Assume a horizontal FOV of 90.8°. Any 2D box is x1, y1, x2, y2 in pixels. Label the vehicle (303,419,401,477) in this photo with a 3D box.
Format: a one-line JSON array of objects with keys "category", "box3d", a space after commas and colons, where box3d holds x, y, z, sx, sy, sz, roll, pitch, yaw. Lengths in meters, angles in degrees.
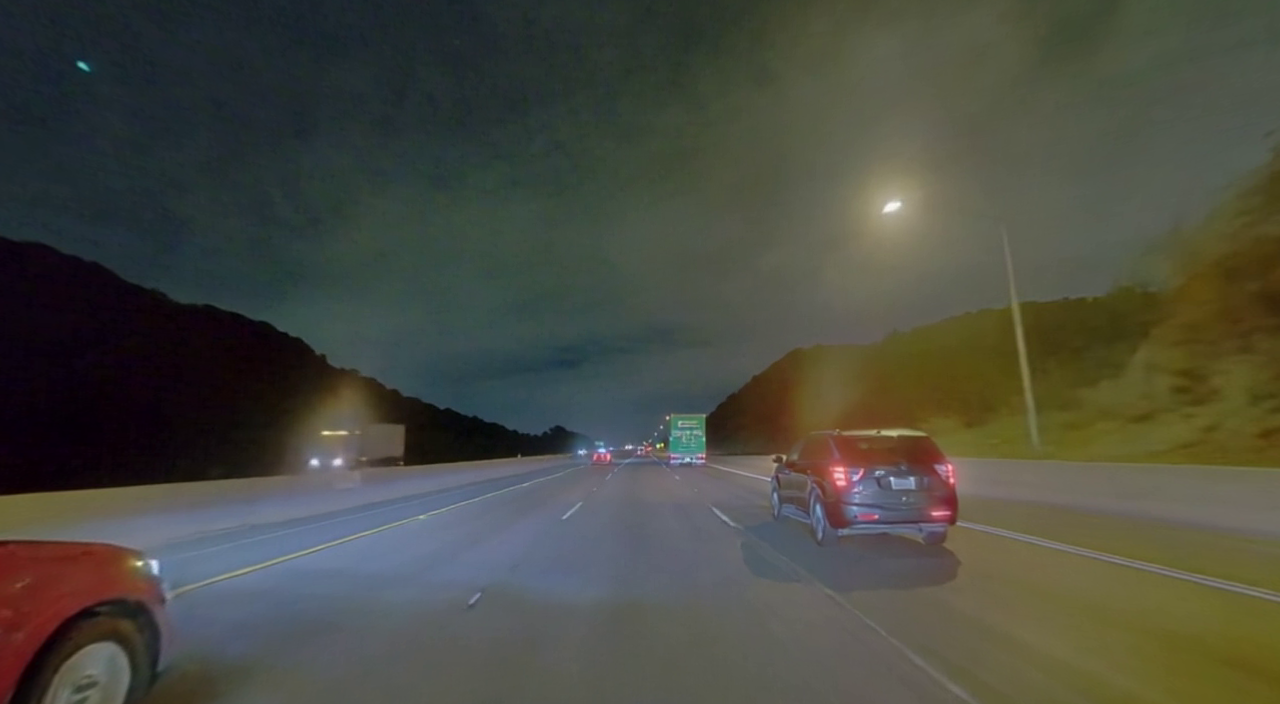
[{"category": "vehicle", "box3d": [-18.509, 6.266, 41.193, 2.637, 3.409, 7.744, 0, -9, 0]}]
